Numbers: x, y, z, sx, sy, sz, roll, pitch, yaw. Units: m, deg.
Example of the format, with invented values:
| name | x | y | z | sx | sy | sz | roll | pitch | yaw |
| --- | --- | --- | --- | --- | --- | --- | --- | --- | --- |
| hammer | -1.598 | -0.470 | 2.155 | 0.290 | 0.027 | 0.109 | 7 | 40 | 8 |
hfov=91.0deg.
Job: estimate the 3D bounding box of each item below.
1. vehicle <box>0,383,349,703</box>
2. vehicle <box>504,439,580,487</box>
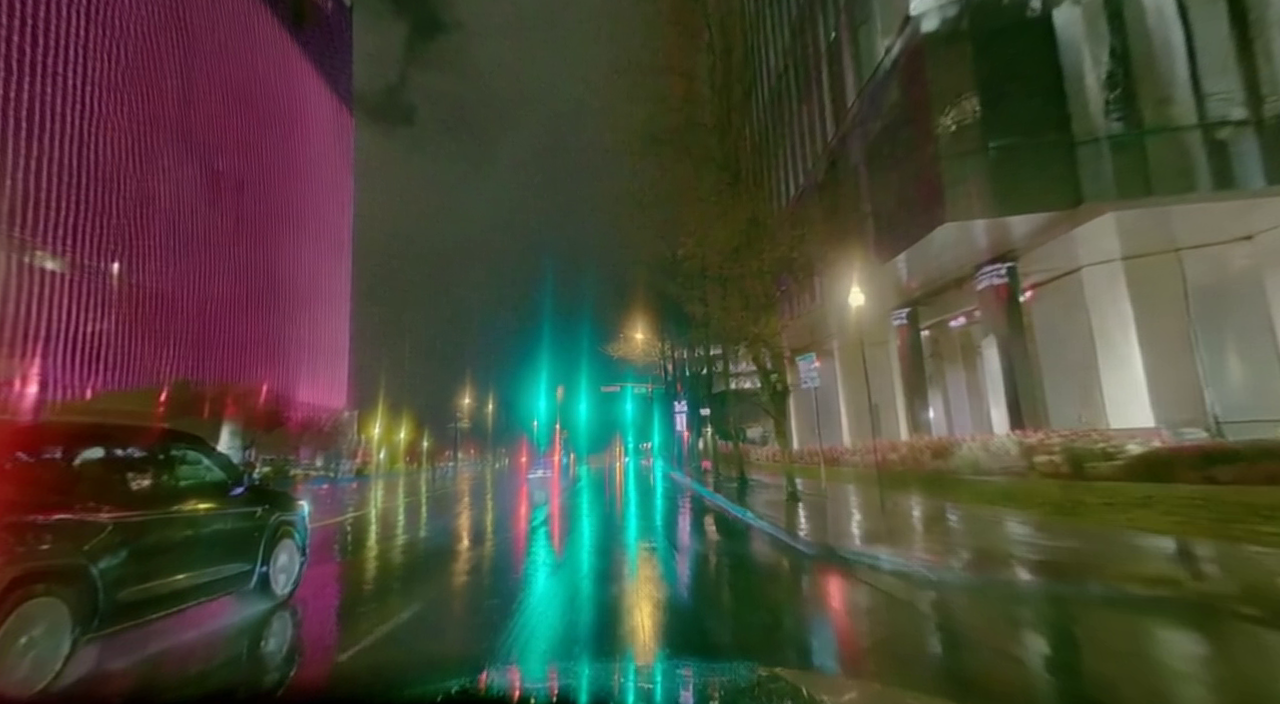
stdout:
| name | x | y | z | sx | sy | sz | roll | pitch | yaw |
| --- | --- | --- | --- | --- | --- | --- | --- | --- | --- |
| vehicle | -4.490 | 1.283 | 4.916 | 2.169 | 1.741 | 4.588 | 0 | -9 | 1 |
| vehicle | -4.077 | 4.736 | 27.130 | 2.384 | 1.849 | 5.009 | 0 | -9 | 1 |
